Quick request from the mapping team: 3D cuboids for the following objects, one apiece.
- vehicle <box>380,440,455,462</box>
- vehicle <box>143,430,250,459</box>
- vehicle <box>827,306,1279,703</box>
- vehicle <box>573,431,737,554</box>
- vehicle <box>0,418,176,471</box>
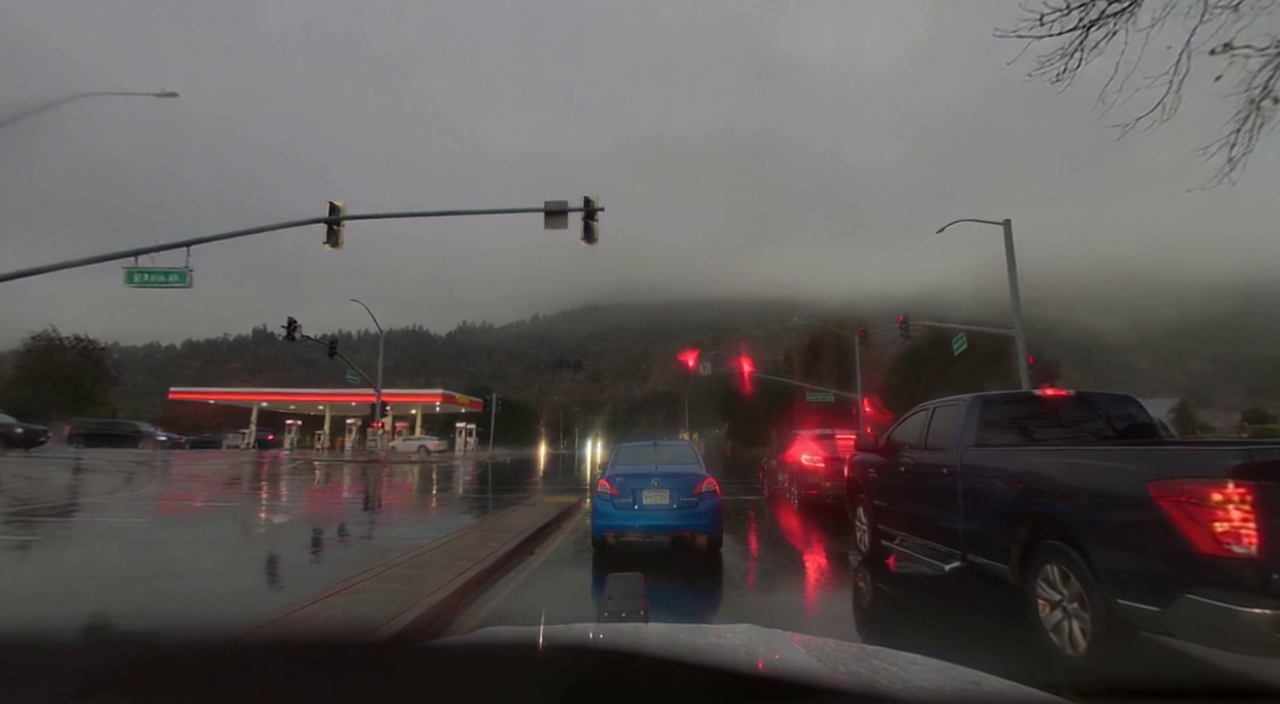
[{"bbox_3d":[-15.760,6.980,44.766,4.528,1.460,1.963,7,-11,-40],"label":"vehicle"},{"bbox_3d":[-23.233,4.869,33.160,4.326,1.420,1.798,-1,-8,4],"label":"vehicle"},{"bbox_3d":[3.536,1.150,4.918,2.277,1.871,6.143,0,-8,0],"label":"vehicle"},{"bbox_3d":[0.191,2.028,9.784,2.027,1.494,3.824,0,-8,0],"label":"vehicle"},{"bbox_3d":[-19.221,3.200,21.819,4.742,1.720,2.107,-1,-8,6],"label":"vehicle"}]
